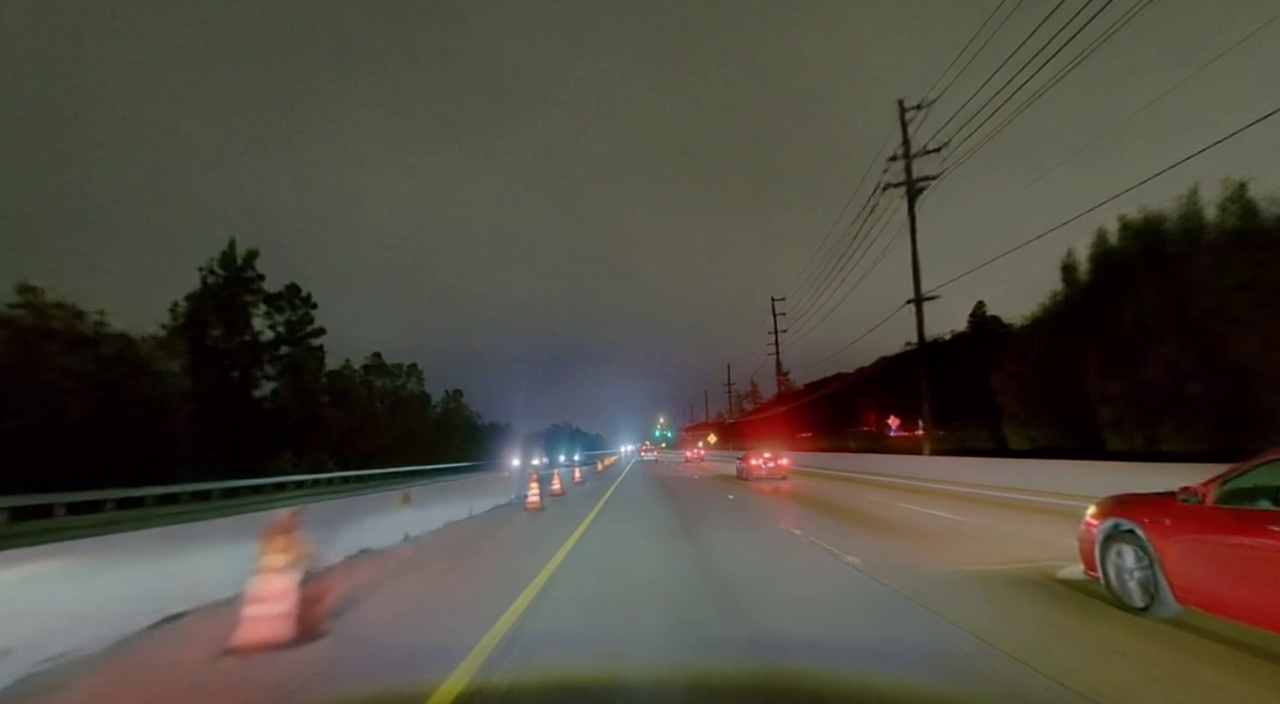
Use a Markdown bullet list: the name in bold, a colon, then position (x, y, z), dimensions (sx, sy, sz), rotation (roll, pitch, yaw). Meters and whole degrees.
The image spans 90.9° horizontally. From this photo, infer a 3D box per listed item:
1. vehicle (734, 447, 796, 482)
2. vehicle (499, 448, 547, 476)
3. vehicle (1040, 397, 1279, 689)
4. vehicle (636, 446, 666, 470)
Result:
- **vehicle**: position (5.493, 4.963, 28.214), dimensions (1.881, 1.409, 4.016), rotation (0, -8, -1)
- **vehicle**: position (-7.356, 6.942, 40.137), dimensions (1.941, 1.594, 4.791), rotation (0, -8, 2)
- **vehicle**: position (4.472, 0.994, 3.152), dimensions (1.997, 1.568, 4.529), rotation (0, -8, 1)
- **vehicle**: position (0.771, 7.653, 45.783), dimensions (2.096, 1.583, 4.150), rotation (0, -8, 0)
